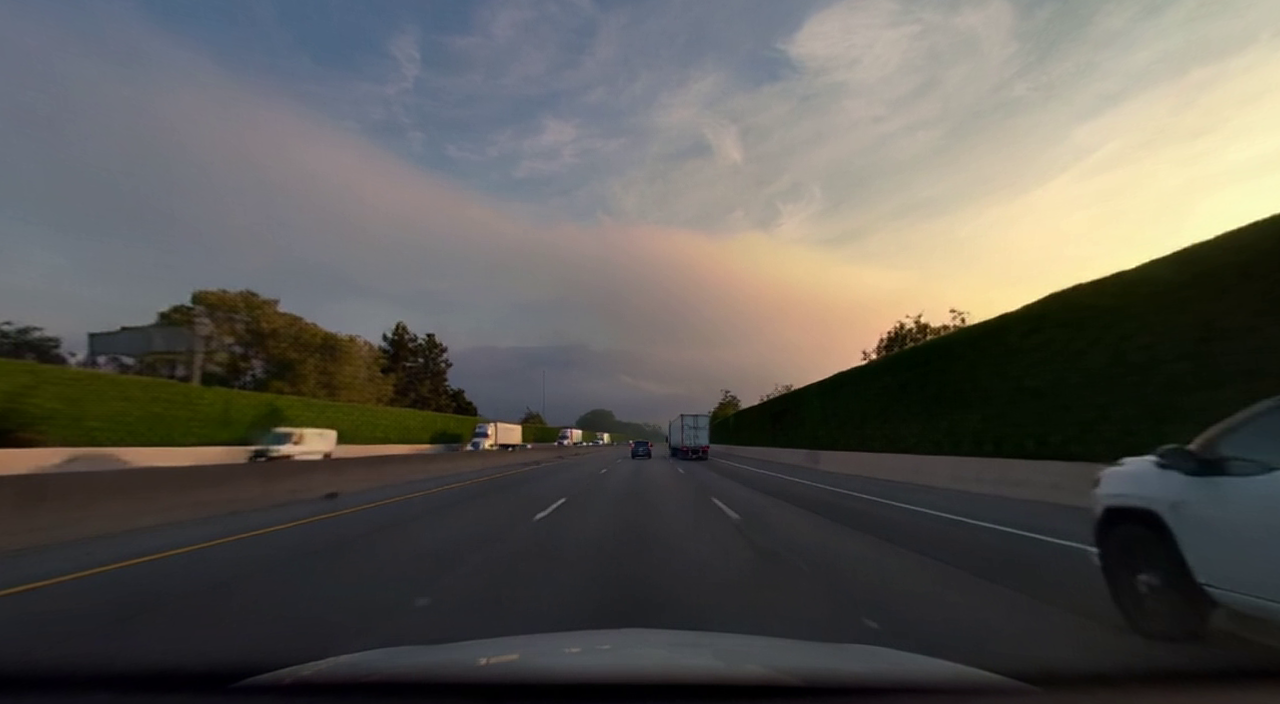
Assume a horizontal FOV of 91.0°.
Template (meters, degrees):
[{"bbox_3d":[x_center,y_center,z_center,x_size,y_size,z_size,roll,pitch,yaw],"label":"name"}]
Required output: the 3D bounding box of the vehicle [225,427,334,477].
[{"bbox_3d":[-17.508,4.880,30.982,2.201,2.226,5.156,0,-8,1],"label":"vehicle"}]

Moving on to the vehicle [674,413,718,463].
[{"bbox_3d":[4.079,6.539,47.625,2.742,3.383,8.285,0,-8,1],"label":"vehicle"}]

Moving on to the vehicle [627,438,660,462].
[{"bbox_3d":[0.261,7.498,48.472,2.389,1.760,4.473,0,-8,0],"label":"vehicle"}]

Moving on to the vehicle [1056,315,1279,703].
[{"bbox_3d":[4.302,0.645,2.096,2.209,1.943,5.262,0,-8,0],"label":"vehicle"}]
